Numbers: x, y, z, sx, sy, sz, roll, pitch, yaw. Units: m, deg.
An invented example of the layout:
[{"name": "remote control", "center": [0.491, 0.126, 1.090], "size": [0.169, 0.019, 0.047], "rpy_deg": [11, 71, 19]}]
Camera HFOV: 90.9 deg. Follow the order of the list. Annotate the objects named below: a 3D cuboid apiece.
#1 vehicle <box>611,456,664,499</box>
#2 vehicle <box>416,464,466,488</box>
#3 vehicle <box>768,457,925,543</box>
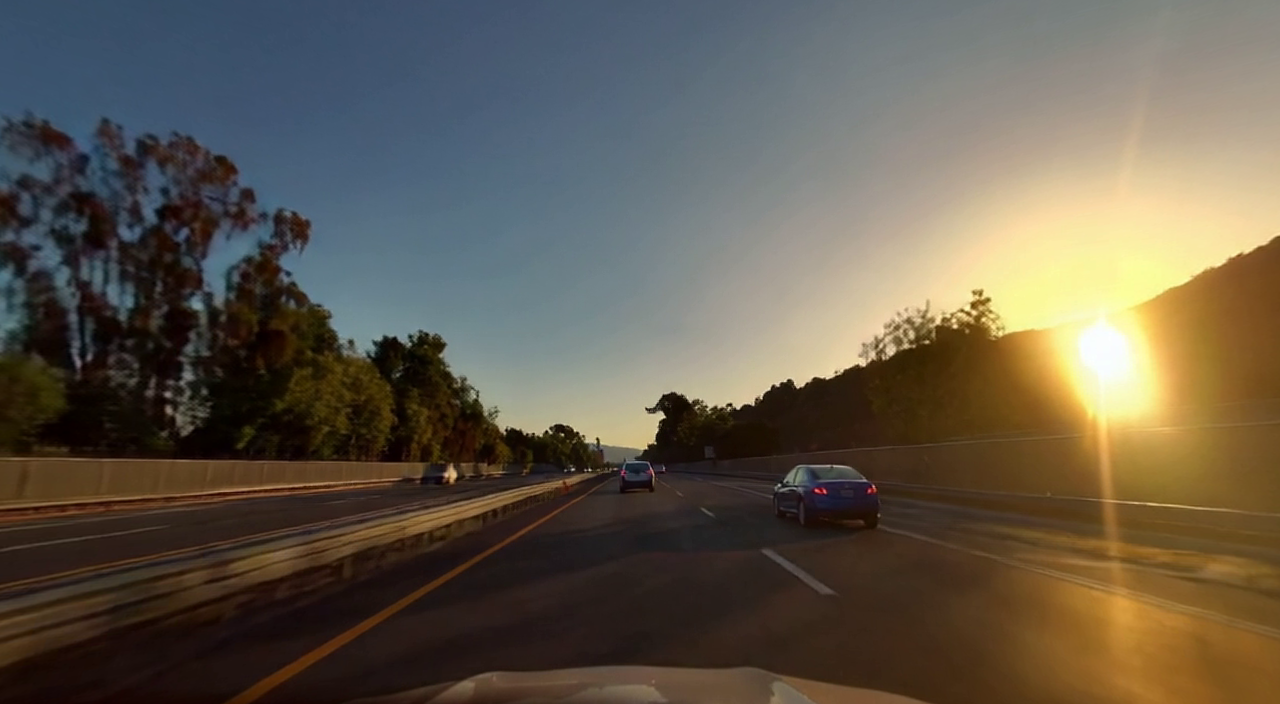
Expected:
[{"name": "vehicle", "center": [-0.092, 5.189, 26.210], "size": [2.037, 1.605, 3.833], "rpy_deg": [1, -11, 0]}, {"name": "vehicle", "center": [-12.967, 8.123, 41.329], "size": [1.966, 1.486, 3.941], "rpy_deg": [1, -11, 0]}, {"name": "vehicle", "center": [4.167, 3.066, 13.493], "size": [1.938, 1.494, 4.032], "rpy_deg": [1, -11, -1]}]
